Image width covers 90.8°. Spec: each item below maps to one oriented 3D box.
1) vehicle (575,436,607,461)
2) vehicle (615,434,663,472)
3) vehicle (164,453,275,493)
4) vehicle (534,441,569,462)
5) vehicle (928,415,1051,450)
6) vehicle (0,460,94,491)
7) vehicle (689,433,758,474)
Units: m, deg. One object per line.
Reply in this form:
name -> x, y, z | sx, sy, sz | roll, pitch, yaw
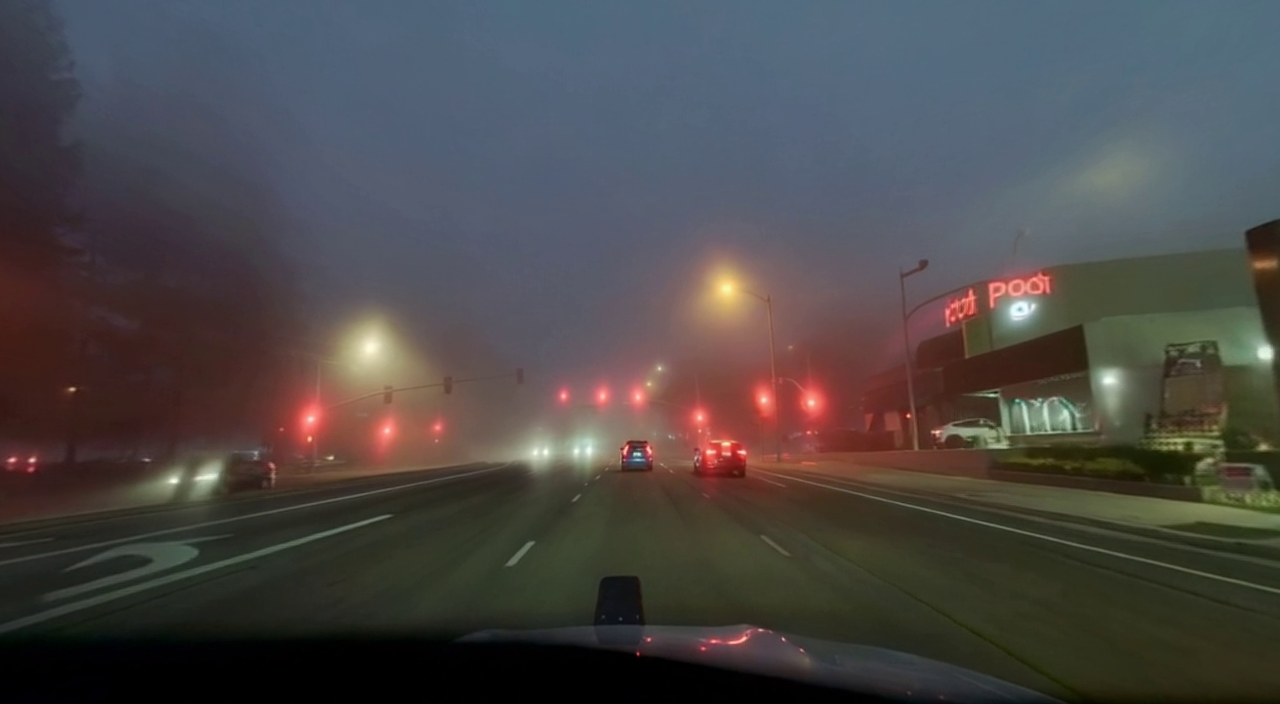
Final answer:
vehicle -> -3.579, 7.166, 46.940 | 2.106, 1.778, 4.444 | 0, -9, 0
vehicle -> -0.127, 4.839, 30.528 | 2.146, 1.685, 4.003 | 0, -9, -2
vehicle -> -18.034, 5.170, 27.393 | 1.832, 1.515, 4.369 | 0, -9, -1
vehicle -> -6.630, 7.489, 47.633 | 1.954, 1.473, 4.350 | 0, -8, 1
vehicle -> 15.645, 3.653, 28.465 | 4.344, 1.512, 1.936 | -1, -9, 6
vehicle -> -34.287, 6.993, 35.902 | 4.508, 1.542, 1.883 | 5, -10, -30
vehicle -> 3.561, 4.448, 27.881 | 2.198, 1.660, 4.512 | 0, -9, -3
